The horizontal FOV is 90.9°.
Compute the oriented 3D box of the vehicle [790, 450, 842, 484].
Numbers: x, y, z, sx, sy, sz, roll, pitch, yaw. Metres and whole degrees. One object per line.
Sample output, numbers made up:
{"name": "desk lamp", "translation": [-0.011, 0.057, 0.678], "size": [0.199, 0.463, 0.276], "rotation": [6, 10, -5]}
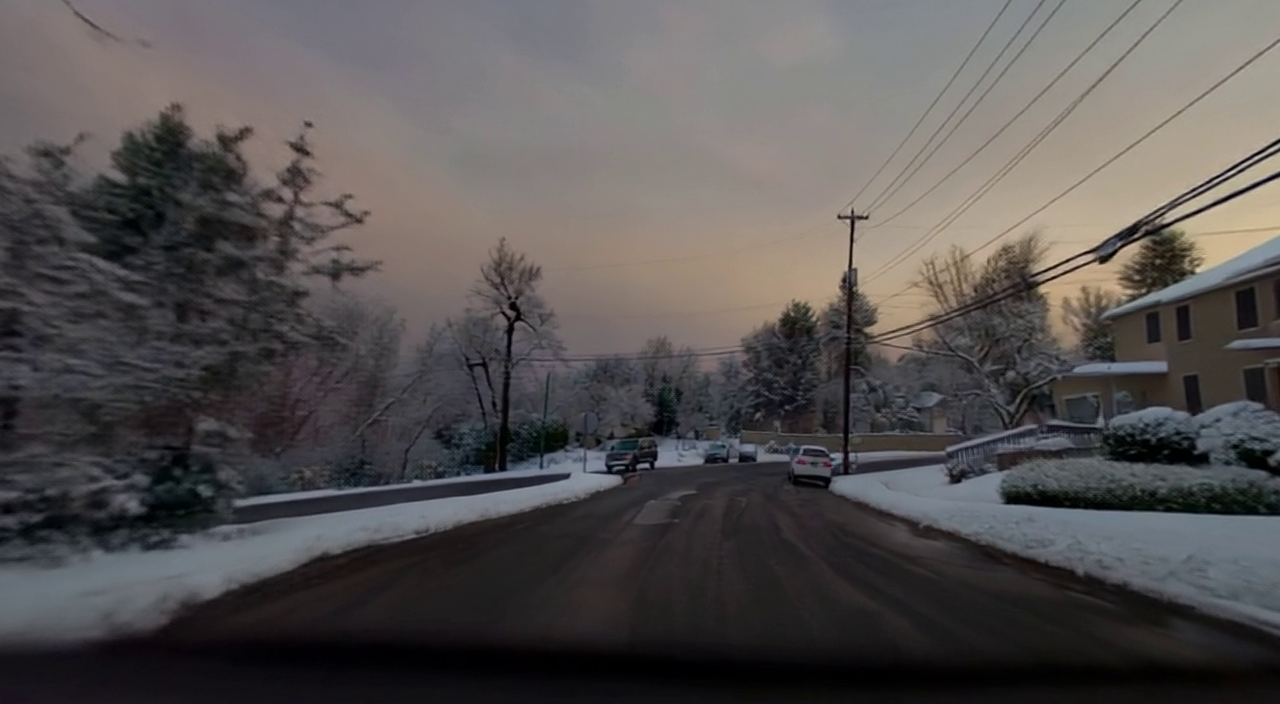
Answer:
{"name": "vehicle", "translation": [8.587, 5.614, 31.137], "size": [2.151, 1.468, 5.066], "rotation": [-2, -9, 12]}
